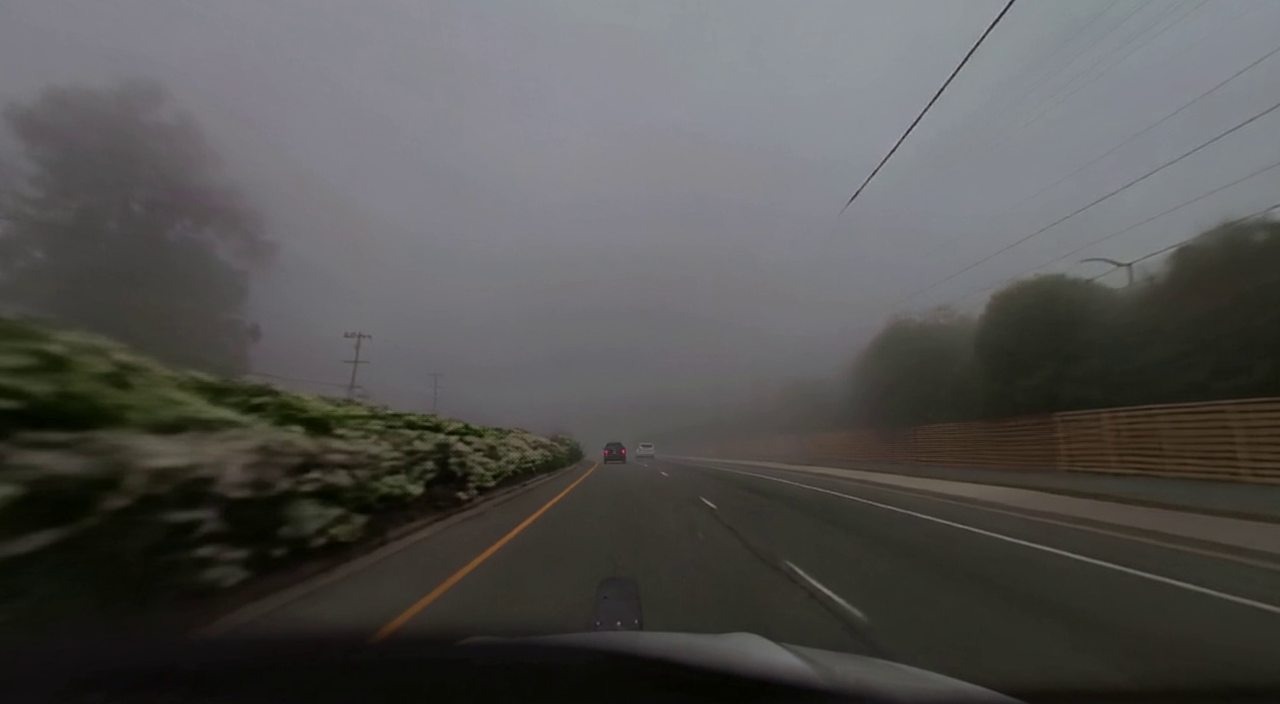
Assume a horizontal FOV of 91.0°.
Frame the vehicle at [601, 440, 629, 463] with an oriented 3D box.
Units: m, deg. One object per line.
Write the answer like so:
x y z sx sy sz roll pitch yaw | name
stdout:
-1.910 7.431 46.975 2.005 1.633 4.044 1 -8 -3 | vehicle
